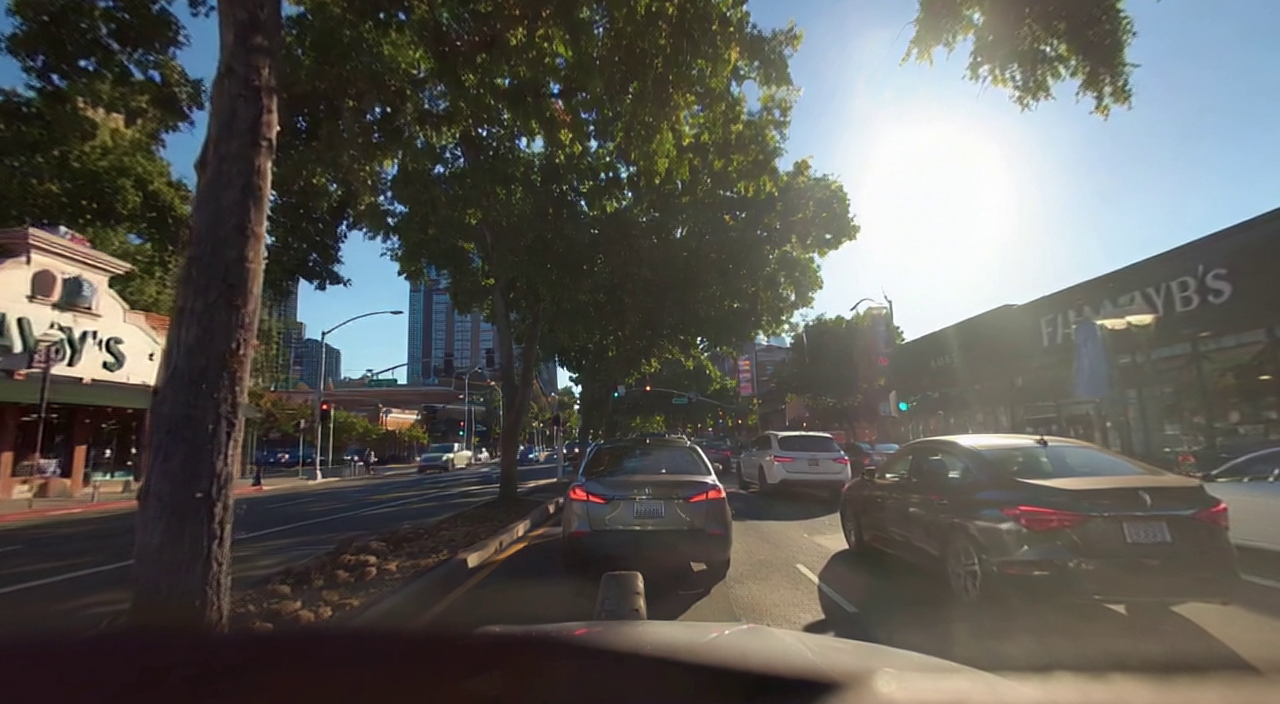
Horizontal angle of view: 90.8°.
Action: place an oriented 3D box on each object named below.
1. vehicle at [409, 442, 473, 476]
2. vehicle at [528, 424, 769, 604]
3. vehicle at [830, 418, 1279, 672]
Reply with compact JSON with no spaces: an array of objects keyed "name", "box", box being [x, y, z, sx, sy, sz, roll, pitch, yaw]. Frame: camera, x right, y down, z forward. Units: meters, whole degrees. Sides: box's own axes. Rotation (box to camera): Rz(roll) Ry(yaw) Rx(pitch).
[{"name":"vehicle","box":[-11.238,6.055,36.039,2.042,1.749,4.629,-1,-9,1]},{"name":"vehicle","box":[0.047,1.625,7.126,2.006,1.487,3.535,0,-9,-1]},{"name":"vehicle","box":[3.399,1.455,5.885,1.988,1.480,4.195,0,-9,1]}]
